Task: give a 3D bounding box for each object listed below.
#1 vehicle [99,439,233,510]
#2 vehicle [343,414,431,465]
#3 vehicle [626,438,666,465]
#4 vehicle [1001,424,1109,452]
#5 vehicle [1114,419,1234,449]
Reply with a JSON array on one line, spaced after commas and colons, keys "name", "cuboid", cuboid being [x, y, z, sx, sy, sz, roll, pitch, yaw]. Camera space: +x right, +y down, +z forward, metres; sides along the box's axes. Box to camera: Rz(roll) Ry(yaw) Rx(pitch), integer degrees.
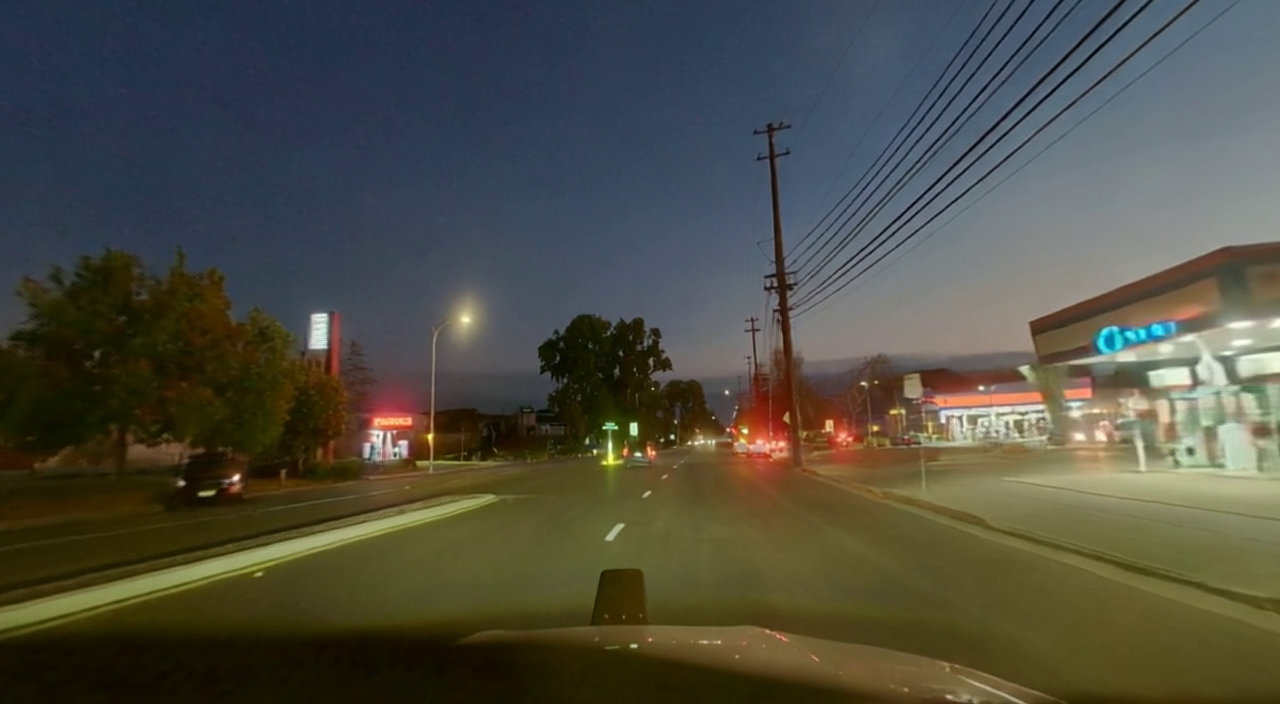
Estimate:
[{"name": "vehicle", "cuboid": [-16.525, 4.128, 21.894, 5.575, 2.142, 1.996, -6, -10, 36]}, {"name": "vehicle", "cuboid": [-18.928, 6.634, 47.789, 2.923, 3.546, 7.640, -1, -8, 5]}, {"name": "vehicle", "cuboid": [0.441, 6.015, 38.227, 2.073, 1.525, 3.968, -1, -8, 6]}, {"name": "vehicle", "cuboid": [23.171, 4.864, 35.445, 1.908, 1.474, 4.885, 2, -9, -17]}, {"name": "vehicle", "cuboid": [28.961, 4.506, 34.413, 1.901, 1.509, 4.610, 2, -9, -16]}]
